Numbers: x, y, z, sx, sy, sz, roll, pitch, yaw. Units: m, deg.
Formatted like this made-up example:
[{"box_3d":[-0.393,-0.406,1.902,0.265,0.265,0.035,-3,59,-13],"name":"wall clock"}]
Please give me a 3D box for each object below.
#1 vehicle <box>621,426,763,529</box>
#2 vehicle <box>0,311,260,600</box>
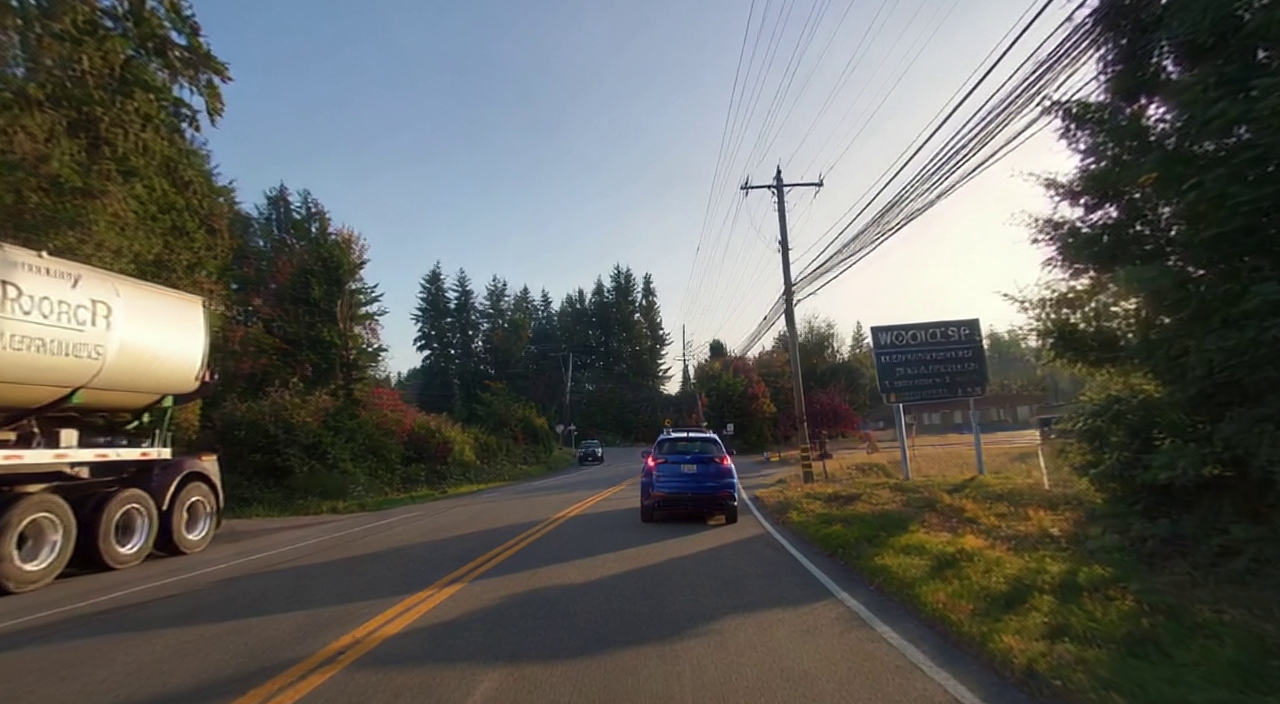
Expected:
[{"box_3d":[0.798,2.135,11.222,2.081,1.503,3.726,0,-8,1],"name":"vehicle"},{"box_3d":[-8.518,1.264,6.829,3.395,3.071,7.634,-7,-6,7],"name":"vehicle"}]
